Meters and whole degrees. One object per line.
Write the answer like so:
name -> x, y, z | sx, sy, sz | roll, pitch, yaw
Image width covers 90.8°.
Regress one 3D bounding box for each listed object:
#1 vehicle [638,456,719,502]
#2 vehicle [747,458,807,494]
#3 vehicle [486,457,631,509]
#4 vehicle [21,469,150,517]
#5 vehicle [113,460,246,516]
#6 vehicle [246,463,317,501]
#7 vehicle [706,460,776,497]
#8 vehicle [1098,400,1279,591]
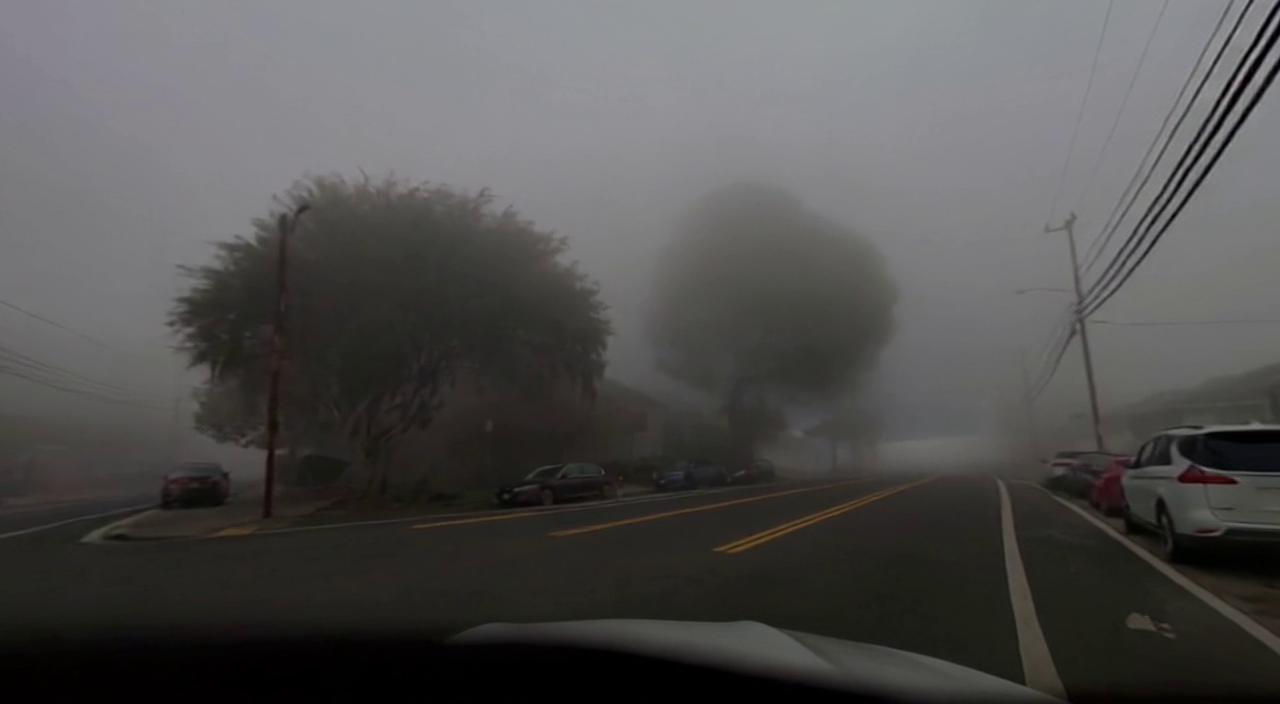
vehicle -> 1.867, 5.734, 28.930 | 1.937, 1.837, 4.414 | -5, -10, 29
vehicle -> 9.015, 8.008, 41.222 | 2.282, 2.060, 5.738 | -5, -10, 27
vehicle -> -2.593, 4.458, 21.430 | 2.136, 1.431, 5.197 | -10, -15, 29
vehicle -> -26.132, 6.625, 30.090 | 2.287, 1.830, 5.343 | 2, -9, -14
vehicle -> -15.458, 4.535, 21.554 | 1.981, 1.579, 4.446 | 2, -9, -13
vehicle -> -18.157, 6.570, 32.204 | 1.989, 1.683, 3.918 | 2, -9, -13
vehicle -> 5.873, 7.135, 36.103 | 2.089, 1.837, 5.499 | -5, -10, 29
vehicle -> 8.089, 1.768, 8.569 | 2.199, 1.885, 5.461 | -5, -10, 28
